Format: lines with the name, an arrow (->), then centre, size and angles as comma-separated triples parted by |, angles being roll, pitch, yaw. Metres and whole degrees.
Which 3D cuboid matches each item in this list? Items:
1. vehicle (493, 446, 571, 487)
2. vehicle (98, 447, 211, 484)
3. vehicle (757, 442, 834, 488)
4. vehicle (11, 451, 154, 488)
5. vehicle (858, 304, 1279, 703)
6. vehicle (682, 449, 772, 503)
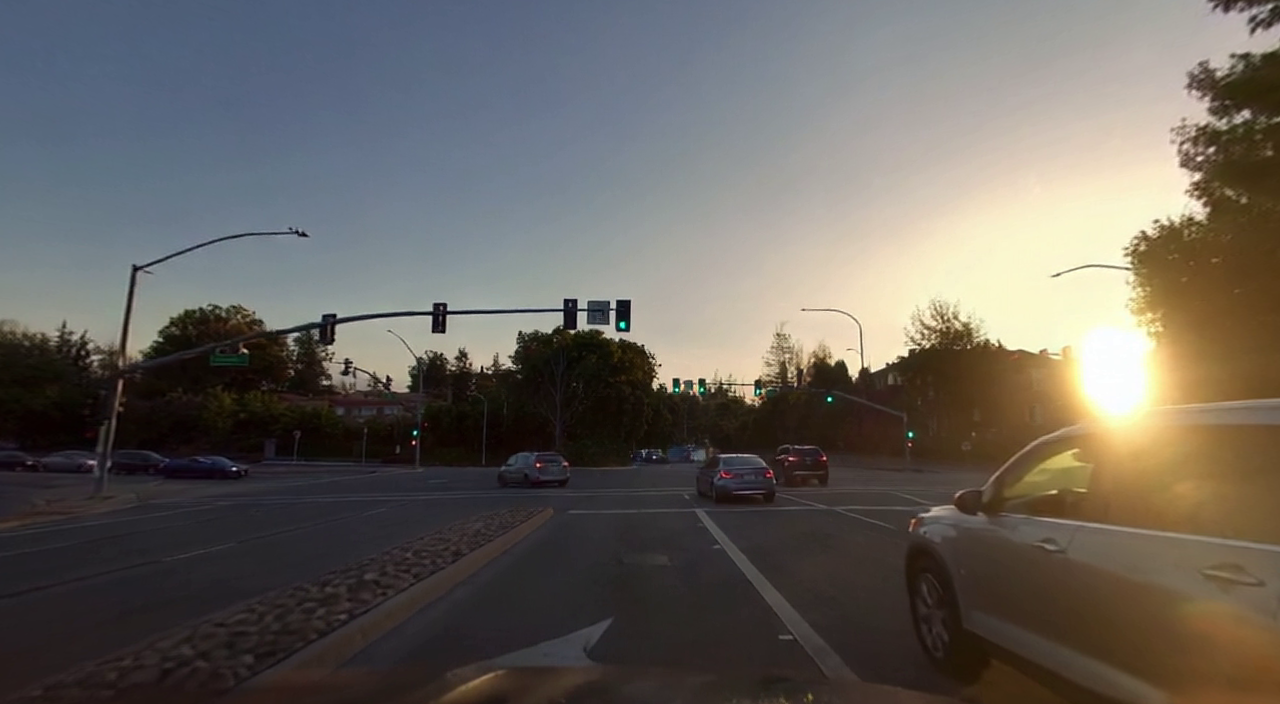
vehicle -> -5.068, 5.227, 29.133 | 2.099, 1.705, 4.020 | 5, -10, -32
vehicle -> -27.730, 6.473, 36.114 | 4.689, 1.734, 2.034 | 3, -8, -1
vehicle -> 6.768, 4.931, 27.967 | 2.105, 1.830, 4.610 | 0, -8, -1
vehicle -> -26.243, 5.543, 29.800 | 4.724, 1.630, 1.968 | 0, -8, -3
vehicle -> 2.818, 0.863, 2.551 | 2.115, 1.737, 4.642 | 0, -8, -1
vehicle -> 2.601, 3.830, 20.029 | 2.009, 1.480, 4.423 | 0, -8, -3
